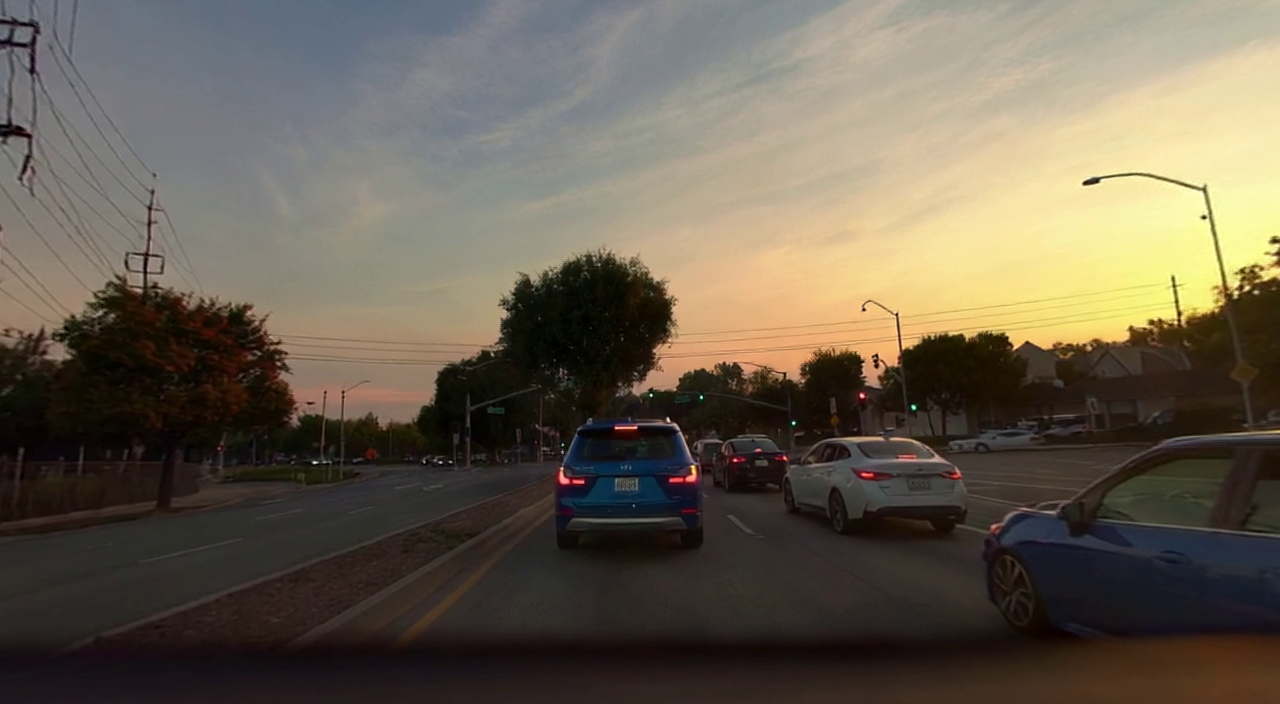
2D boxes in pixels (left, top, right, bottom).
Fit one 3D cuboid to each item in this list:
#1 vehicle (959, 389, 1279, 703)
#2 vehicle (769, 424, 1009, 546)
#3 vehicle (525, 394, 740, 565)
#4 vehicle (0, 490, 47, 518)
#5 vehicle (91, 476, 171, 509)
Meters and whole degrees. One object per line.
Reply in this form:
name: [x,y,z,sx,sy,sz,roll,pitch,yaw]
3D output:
vehicle: [3.287,0.857,2.186,1.984,1.462,4.513,0,-9,0]
vehicle: [3.509,1.963,10.000,1.952,1.477,4.417,0,-9,-1]
vehicle: [-0.132,1.680,8.991,2.300,1.821,4.254,0,-9,-1]
vehicle: [-37.410,8.960,37.010,1.774,1.428,3.668,-9,-12,43]
vehicle: [-26.367,7.267,32.712,3.826,1.522,1.741,-7,-10,28]
